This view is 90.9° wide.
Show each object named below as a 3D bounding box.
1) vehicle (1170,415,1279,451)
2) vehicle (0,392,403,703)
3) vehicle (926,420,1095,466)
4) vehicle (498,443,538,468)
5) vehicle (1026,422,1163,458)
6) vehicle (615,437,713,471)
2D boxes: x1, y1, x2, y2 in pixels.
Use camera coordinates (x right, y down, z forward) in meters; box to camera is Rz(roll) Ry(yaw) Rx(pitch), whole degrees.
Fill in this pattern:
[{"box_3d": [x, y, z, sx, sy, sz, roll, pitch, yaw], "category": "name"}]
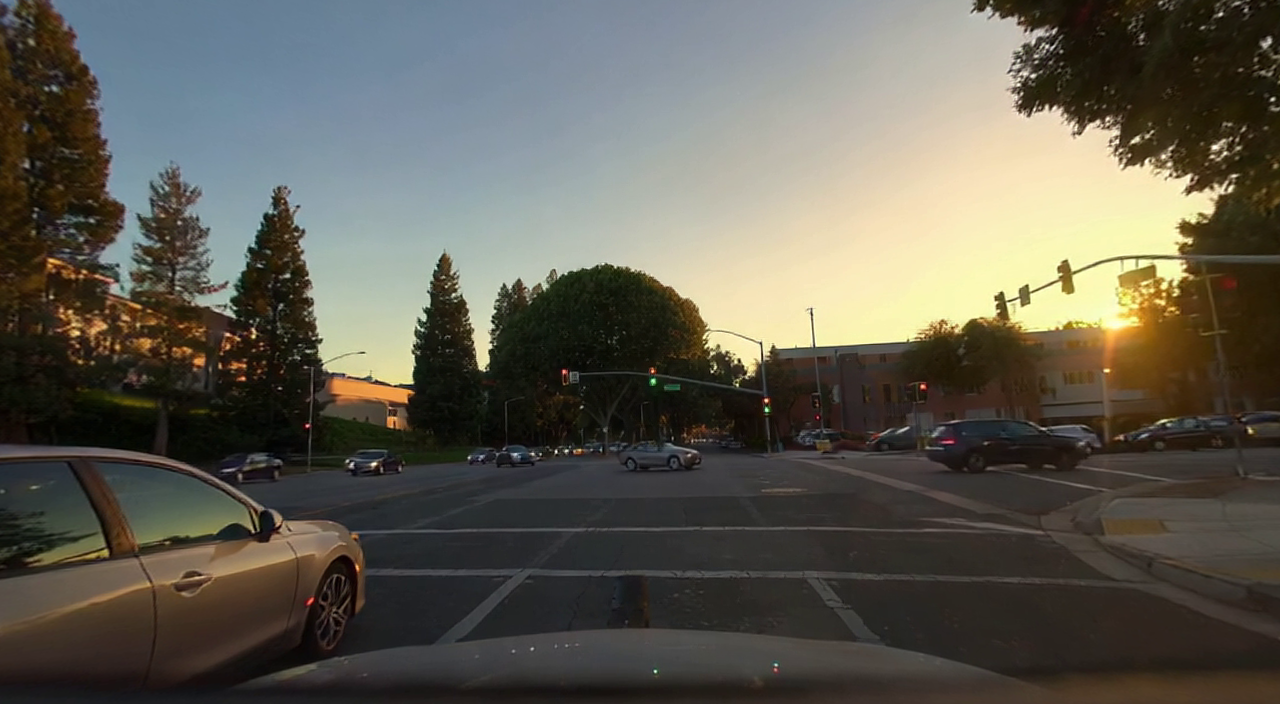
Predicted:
[{"box_3d": [26.859, 3.657, 28.407, 4.240, 1.540, 1.944, 0, -9, -4], "category": "vehicle"}, {"box_3d": [-2.950, 0.989, 2.728, 1.924, 1.482, 4.734, 0, -8, 1], "category": "vehicle"}, {"box_3d": [14.337, 3.573, 24.732, 5.268, 1.687, 1.942, -2, -9, 11], "category": "vehicle"}, {"box_3d": [-7.592, 6.370, 38.919, 1.841, 1.450, 4.364, 3, -9, -18], "category": "vehicle"}, {"box_3d": [19.917, 3.867, 27.744, 4.552, 1.492, 2.002, 0, -9, -4], "category": "vehicle"}, {"box_3d": [1.082, 4.757, 29.605, 4.180, 1.478, 1.986, -7, -11, 36], "category": "vehicle"}]
